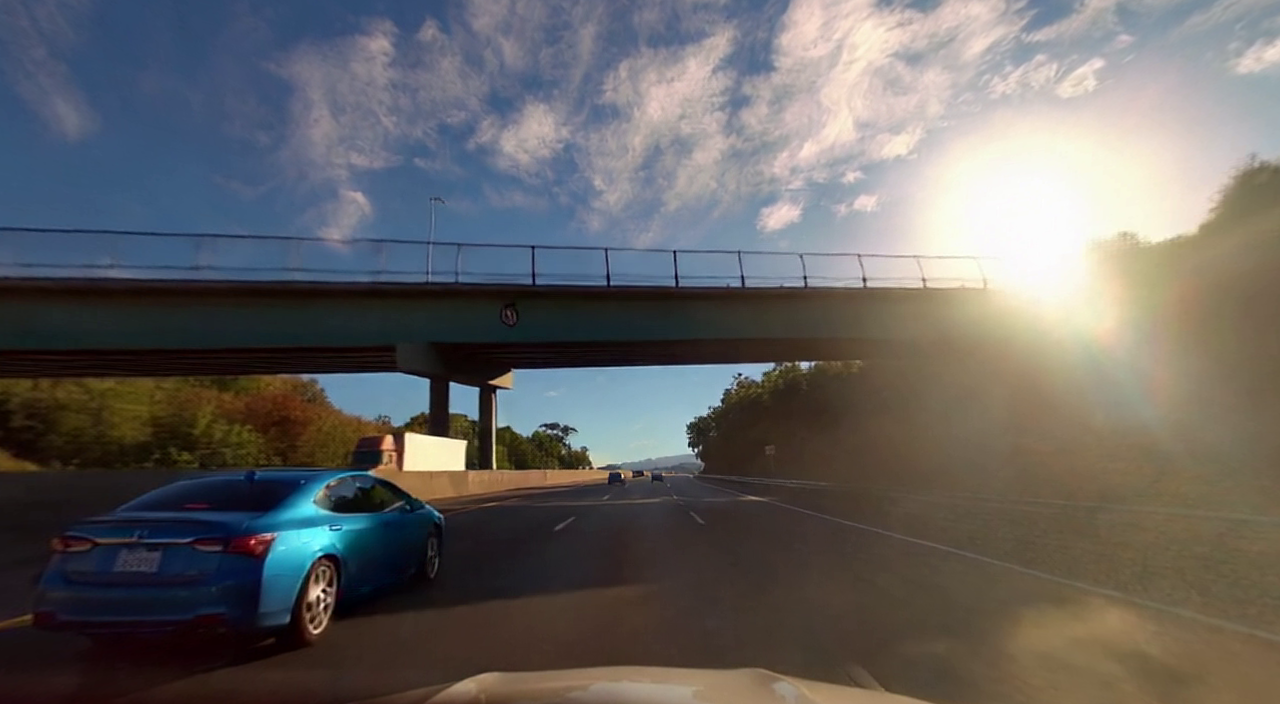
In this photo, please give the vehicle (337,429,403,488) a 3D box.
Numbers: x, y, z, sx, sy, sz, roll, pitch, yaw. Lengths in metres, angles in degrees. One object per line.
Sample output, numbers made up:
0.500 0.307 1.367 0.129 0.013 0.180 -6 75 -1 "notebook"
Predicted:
-18.994 7.516 44.364 2.987 3.971 3.106 0 -11 1 "vehicle"
